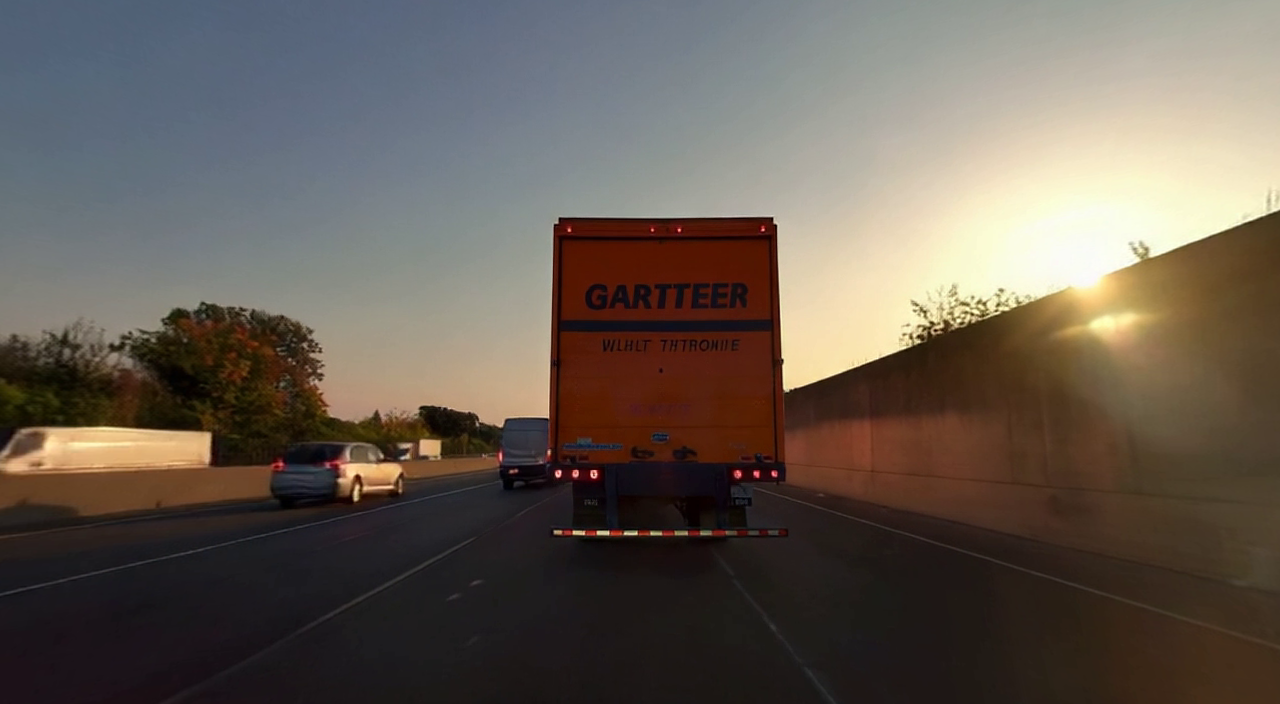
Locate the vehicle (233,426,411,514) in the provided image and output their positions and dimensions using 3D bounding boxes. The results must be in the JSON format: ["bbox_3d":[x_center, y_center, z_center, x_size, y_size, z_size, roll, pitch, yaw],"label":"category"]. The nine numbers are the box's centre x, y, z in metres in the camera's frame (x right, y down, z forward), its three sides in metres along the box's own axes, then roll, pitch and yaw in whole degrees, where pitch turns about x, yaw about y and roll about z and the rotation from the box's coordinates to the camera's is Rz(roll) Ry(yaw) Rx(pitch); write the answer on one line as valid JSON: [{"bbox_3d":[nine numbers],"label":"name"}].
[{"bbox_3d":[-8.505,3.208,17.649,2.174,2.059,5.314,0,-9,0],"label":"vehicle"}]

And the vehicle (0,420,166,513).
[{"bbox_3d":[-21.523,4.096,22.926,2.677,2.891,7.414,0,-9,0],"label":"vehicle"}]

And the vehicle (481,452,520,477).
[{"bbox_3d":[-8.649,6.967,39.404,1.617,1.465,3.546,0,-9,1],"label":"vehicle"}]

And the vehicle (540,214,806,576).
[{"bbox_3d":[0.481,1.225,12.286,2.853,4.054,10.557,0,-9,1],"label":"vehicle"}]
